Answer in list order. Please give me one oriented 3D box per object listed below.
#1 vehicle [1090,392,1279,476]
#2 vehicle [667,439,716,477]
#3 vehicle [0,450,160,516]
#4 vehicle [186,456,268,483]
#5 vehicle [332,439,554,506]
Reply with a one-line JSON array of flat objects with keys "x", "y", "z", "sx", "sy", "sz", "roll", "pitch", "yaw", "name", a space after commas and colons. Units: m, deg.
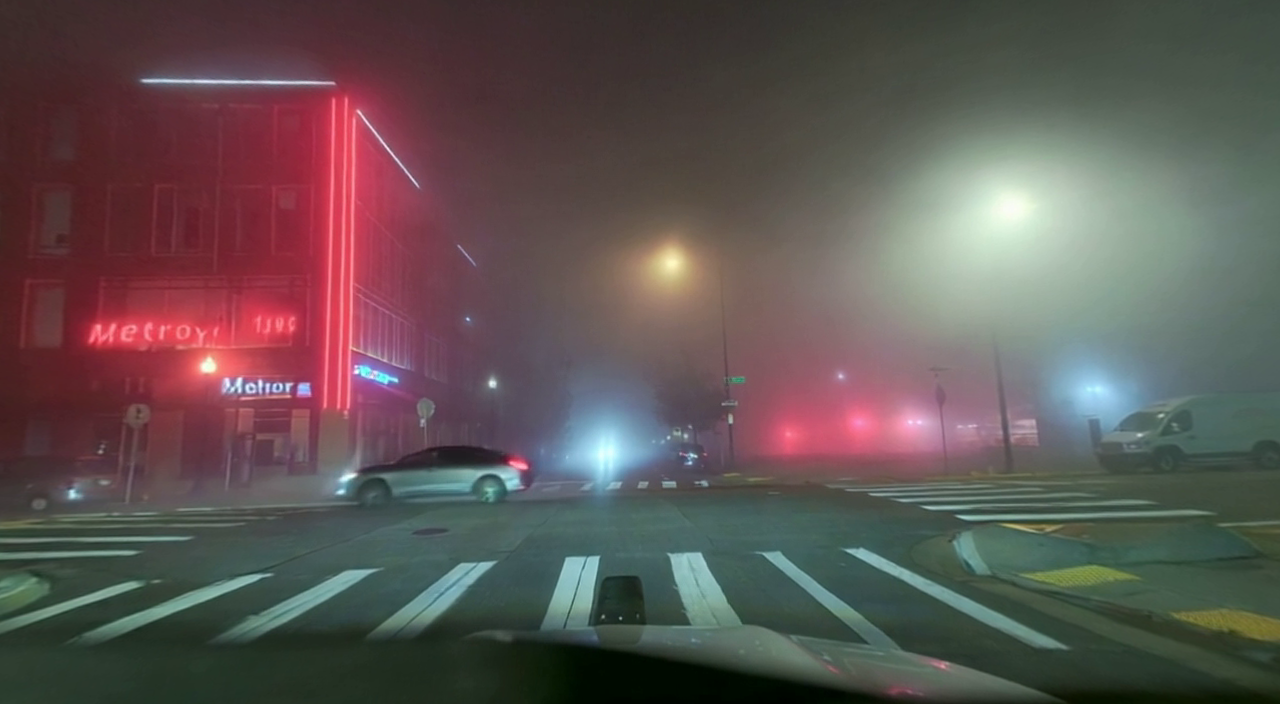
[{"x": 18.545, "y": 2.722, "z": 20.911, "sx": 5.384, "sy": 2.586, "sz": 2.358, "roll": 0, "pitch": -9, "yaw": -1, "name": "vehicle"}, {"x": 2.440, "y": 5.154, "z": 30.923, "sx": 1.917, "sy": 1.680, "sz": 4.500, "roll": 0, "pitch": -9, "yaw": -1, "name": "vehicle"}, {"x": -16.147, "y": 3.486, "z": 17.076, "sx": 4.558, "sy": 1.635, "sz": 2.008, "roll": 1, "pitch": -9, "yaw": -6, "name": "vehicle"}, {"x": -24.242, "y": 6.891, "z": 37.173, "sx": 3.618, "sy": 1.412, "sz": 1.587, "roll": -1, "pitch": -9, "yaw": -7, "name": "vehicle"}, {"x": -4.597, "y": 2.908, "z": 15.552, "sx": 4.877, "sy": 1.482, "sz": 2.041, "roll": 1, "pitch": -9, "yaw": -7, "name": "vehicle"}]
